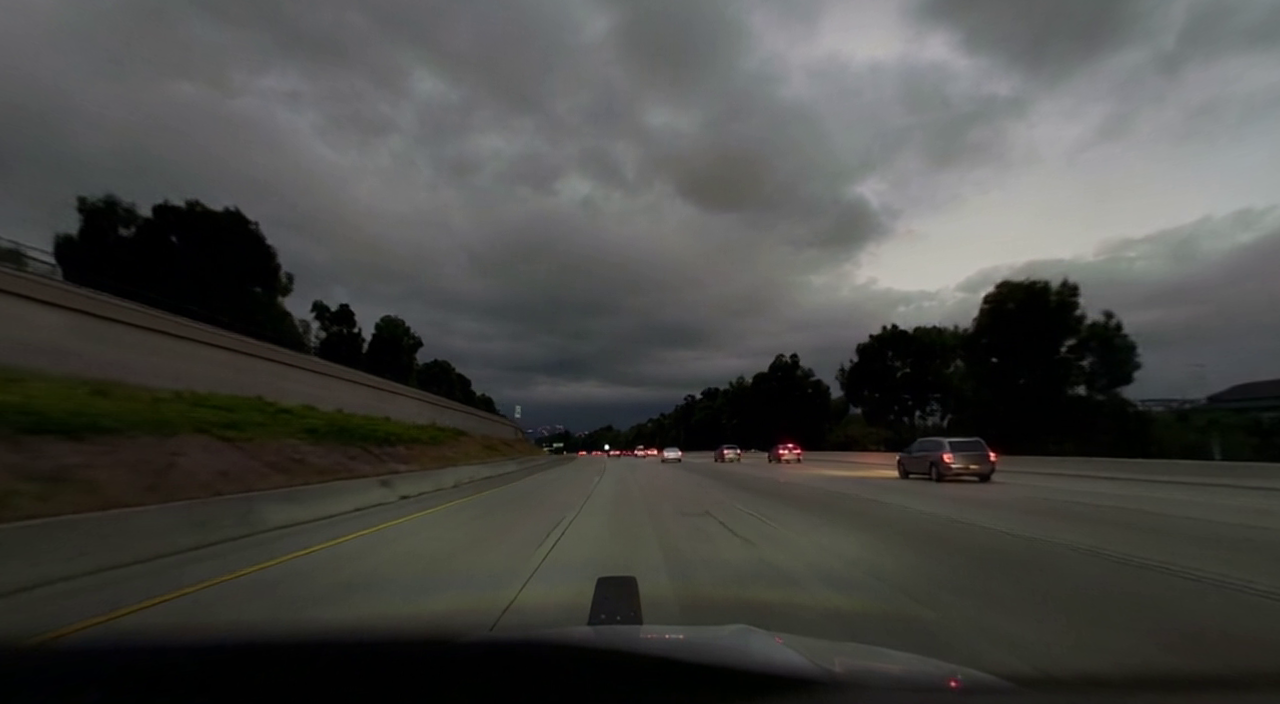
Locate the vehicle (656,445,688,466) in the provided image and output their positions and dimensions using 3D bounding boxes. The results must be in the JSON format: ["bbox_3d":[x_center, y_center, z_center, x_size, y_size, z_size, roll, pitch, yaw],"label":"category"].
[{"bbox_3d":[2.336,7.703,47.046,1.934,1.491,3.982,0,-8,-3],"label":"vehicle"}]

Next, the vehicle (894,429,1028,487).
[{"bbox_3d":[10.701,3.565,21.478,2.077,1.763,4.472,0,-8,-2],"label":"vehicle"}]

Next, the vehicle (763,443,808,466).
[{"bbox_3d":[10.294,7.299,44.839,1.987,1.546,4.271,1,-8,-4],"label":"vehicle"}]

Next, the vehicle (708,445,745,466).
[{"bbox_3d":[6.484,7.772,47.608,1.904,1.488,4.299,0,-8,-3],"label":"vehicle"}]
